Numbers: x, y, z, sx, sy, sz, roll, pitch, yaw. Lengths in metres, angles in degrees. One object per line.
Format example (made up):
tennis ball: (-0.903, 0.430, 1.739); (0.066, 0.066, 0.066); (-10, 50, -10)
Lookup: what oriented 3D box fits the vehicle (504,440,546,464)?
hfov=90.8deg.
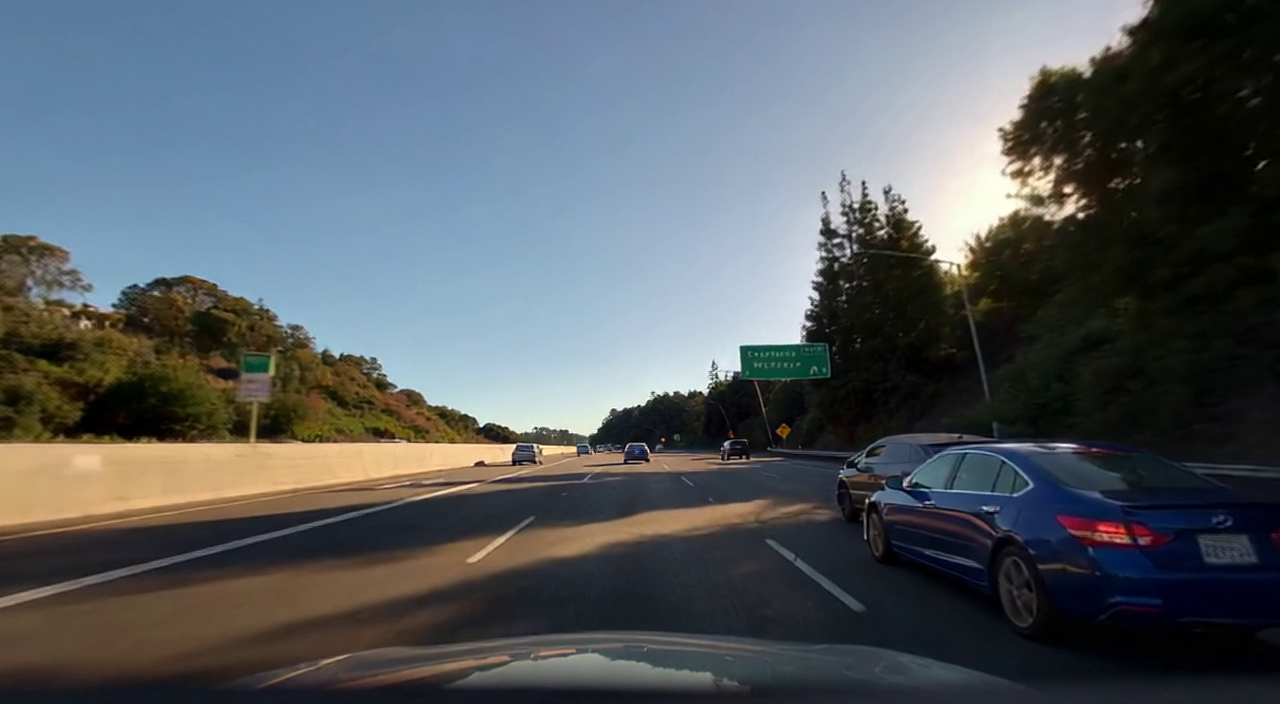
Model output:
vehicle: (-8.110, 7.078, 44.871); (2.028, 1.552, 4.922); (0, -9, 0)

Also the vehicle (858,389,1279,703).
vehicle: (3.235, 1.138, 3.857); (2.072, 1.501, 4.694); (0, -9, -1)

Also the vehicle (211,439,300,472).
vehicle: (-21.368, 5.770, 35.397); (2.058, 1.667, 4.623); (0, -9, 0)

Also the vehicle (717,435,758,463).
vehicle: (7.110, 7.149, 46.680); (2.103, 1.898, 5.310); (0, -9, -1)

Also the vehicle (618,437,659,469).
vehicle: (-0.098, 5.602, 35.105); (2.157, 1.642, 4.189); (0, -9, -1)
